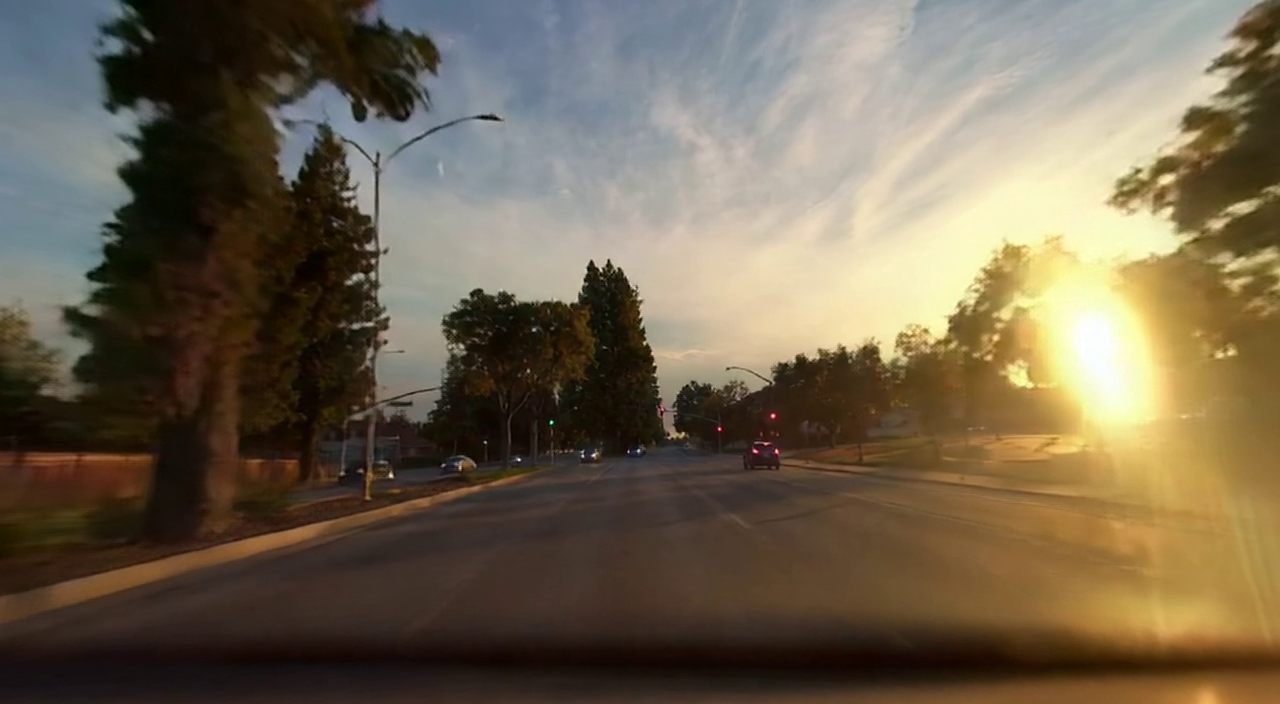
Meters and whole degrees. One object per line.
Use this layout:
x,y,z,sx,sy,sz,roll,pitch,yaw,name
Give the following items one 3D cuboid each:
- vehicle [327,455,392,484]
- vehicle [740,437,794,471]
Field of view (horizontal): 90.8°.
-17.626,7.395,39.942,1.883,1.583,4.342,-3,-9,4,vehicle
6.970,5.643,35.112,2.011,1.710,4.357,0,-8,-1,vehicle
